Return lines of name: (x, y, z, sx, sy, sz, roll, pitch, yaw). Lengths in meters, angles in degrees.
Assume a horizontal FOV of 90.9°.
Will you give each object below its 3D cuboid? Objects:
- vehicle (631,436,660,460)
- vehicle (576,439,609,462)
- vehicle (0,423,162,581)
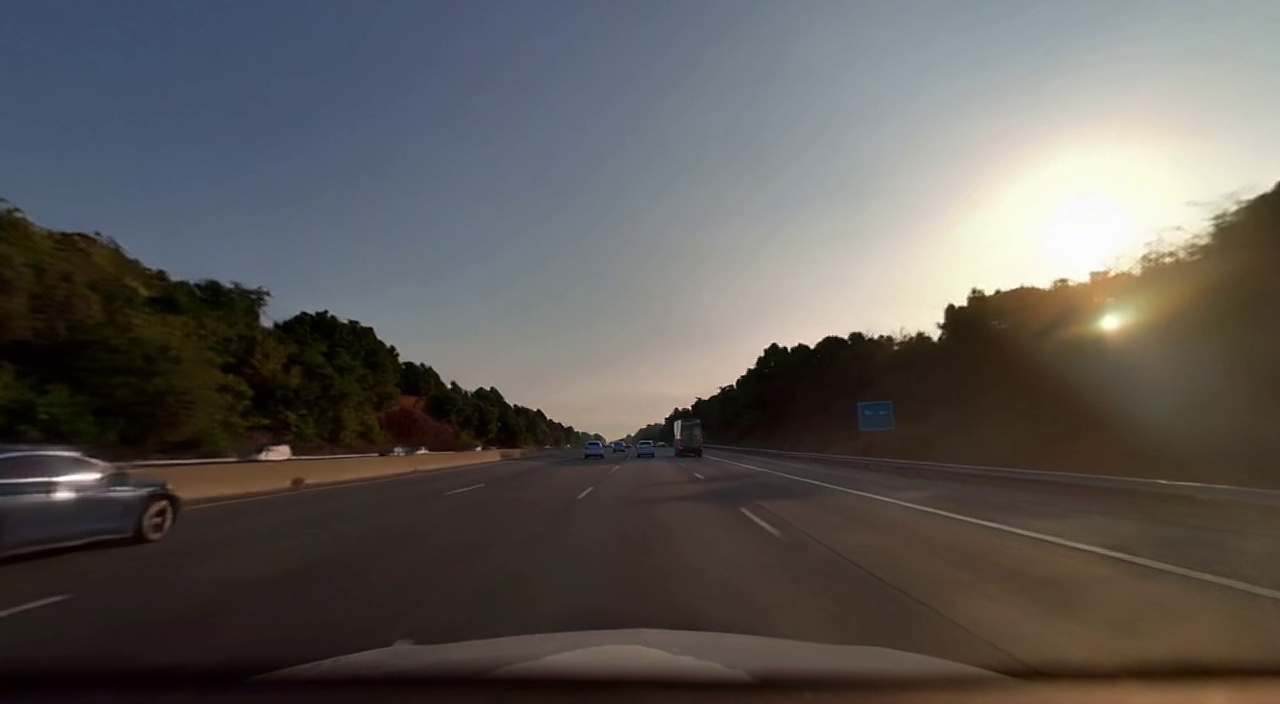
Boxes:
vehicle: (0.408, 7.583, 49.721, 2.212, 1.807, 4.372, 0, -9, 0)
vehicle: (-3.388, 7.111, 45.440, 2.025, 1.571, 3.662, 0, -9, 1)
vehicle: (-7.173, 1.385, 5.675, 1.947, 1.513, 4.751, 0, -9, 1)
